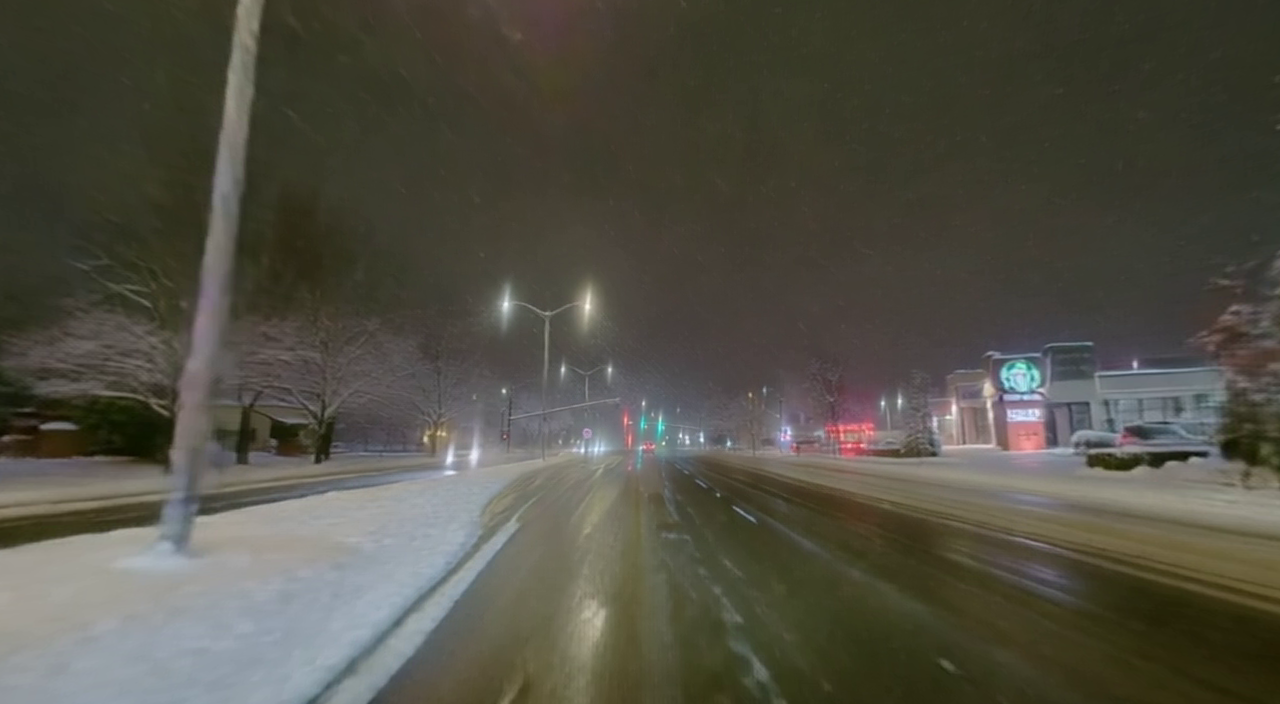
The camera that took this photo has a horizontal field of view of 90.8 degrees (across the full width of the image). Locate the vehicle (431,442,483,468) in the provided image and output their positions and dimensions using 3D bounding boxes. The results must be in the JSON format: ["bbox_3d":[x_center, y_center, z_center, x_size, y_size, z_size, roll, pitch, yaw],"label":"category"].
[{"bbox_3d":[-11.245,6.361,39.058,1.929,1.476,4.590,0,-9,-1],"label":"vehicle"}]
